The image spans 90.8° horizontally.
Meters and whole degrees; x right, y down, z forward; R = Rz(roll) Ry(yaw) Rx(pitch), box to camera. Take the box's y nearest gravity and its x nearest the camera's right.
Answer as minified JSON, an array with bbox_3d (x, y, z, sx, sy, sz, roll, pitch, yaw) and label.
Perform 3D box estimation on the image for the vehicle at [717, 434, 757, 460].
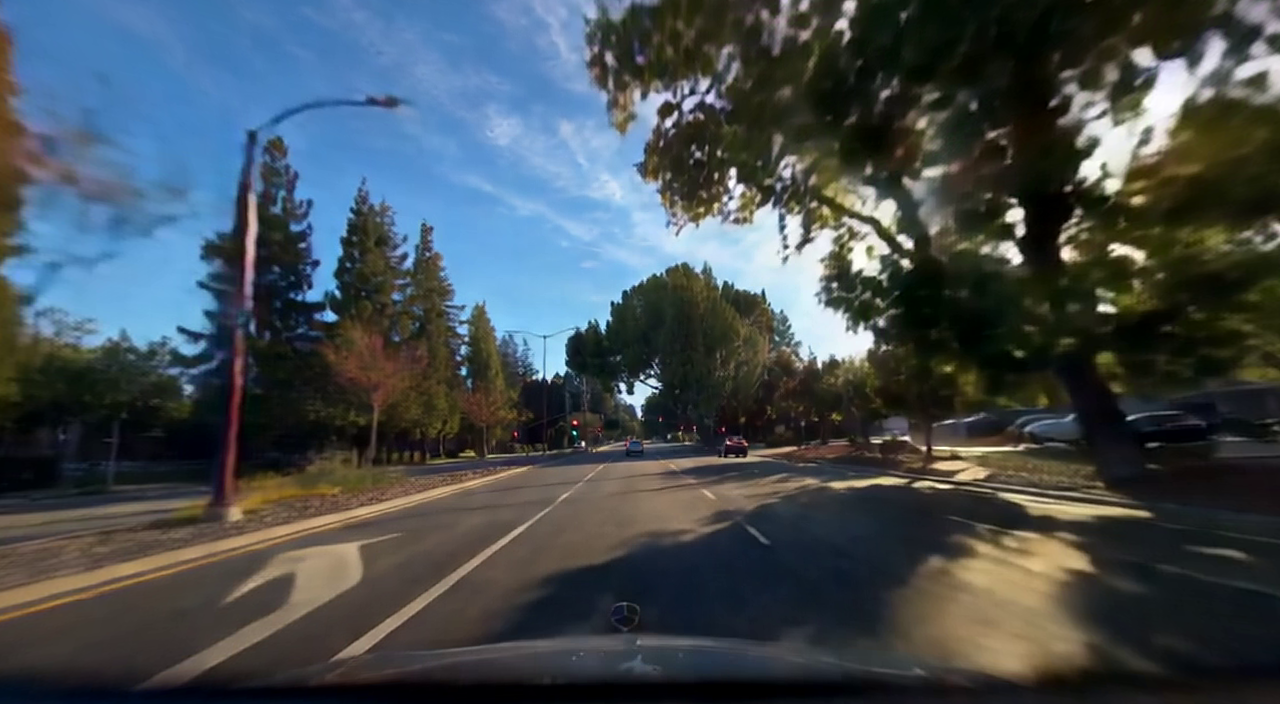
[{"bbox_3d":[6.767,6.715,44.483,2.011,1.710,4.357,0,-9,-1],"label":"vehicle"}]
